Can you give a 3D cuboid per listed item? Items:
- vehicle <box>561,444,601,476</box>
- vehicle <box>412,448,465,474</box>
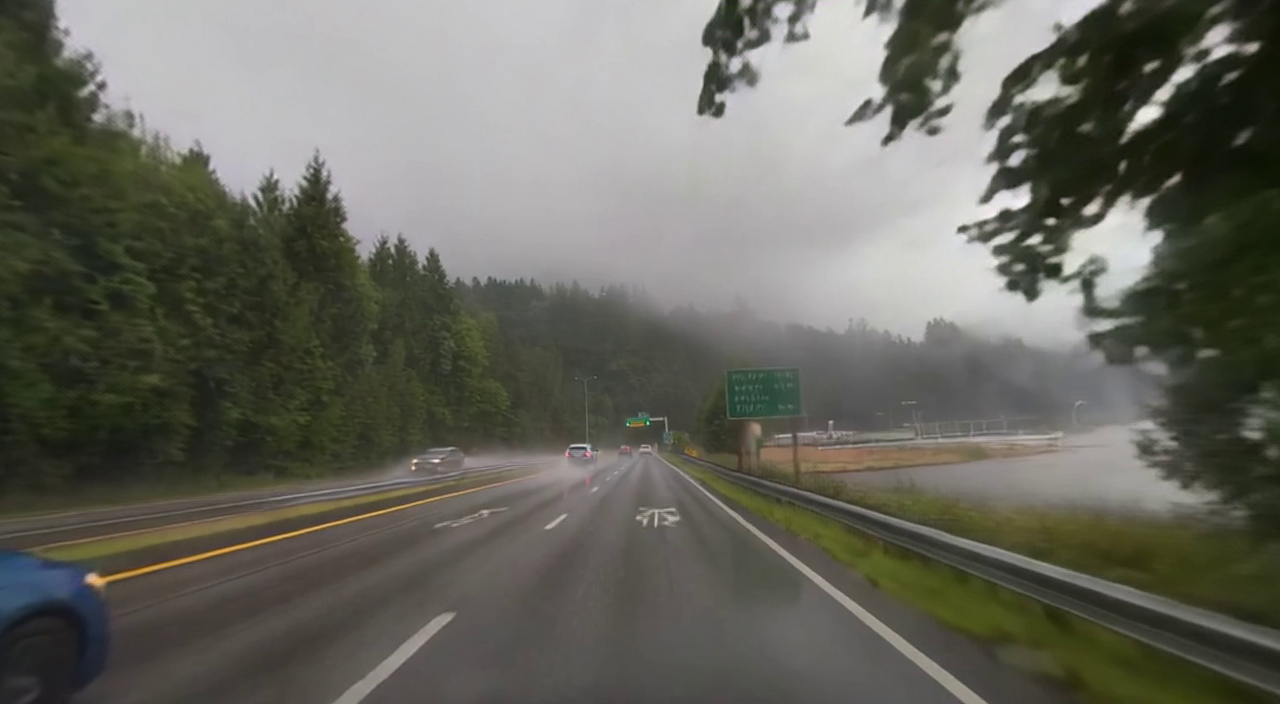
[{"bbox_3d":[-3.051,5.661,33.193,1.675,1.537,3.574,-1,-9,1],"label":"vehicle"},{"bbox_3d":[-12.754,6.903,40.105,1.937,1.523,4.070,-1,-9,1],"label":"vehicle"}]
